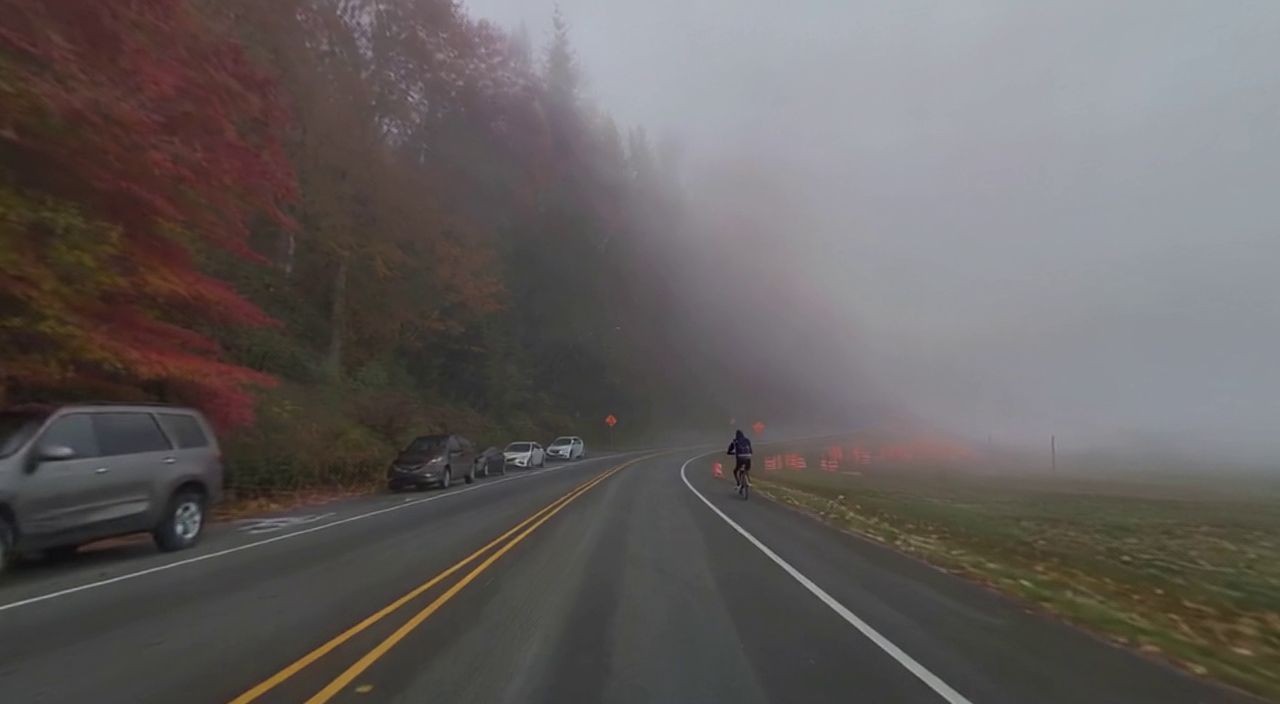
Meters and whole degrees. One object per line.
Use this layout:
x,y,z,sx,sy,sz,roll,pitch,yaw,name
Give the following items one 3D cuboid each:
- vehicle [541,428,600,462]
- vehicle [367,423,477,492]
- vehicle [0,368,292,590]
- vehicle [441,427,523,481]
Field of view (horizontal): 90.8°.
-5.261,7.197,48.738,3.139,2.119,5.889,-6,-9,6,vehicle
-7.157,3.528,21.304,1.955,1.908,4.680,-5,-9,1,vehicle
-7.144,1.529,7.806,2.312,2.075,5.748,-3,-9,2,vehicle
-6.691,4.393,27.314,2.008,1.910,4.809,-6,-9,2,vehicle
